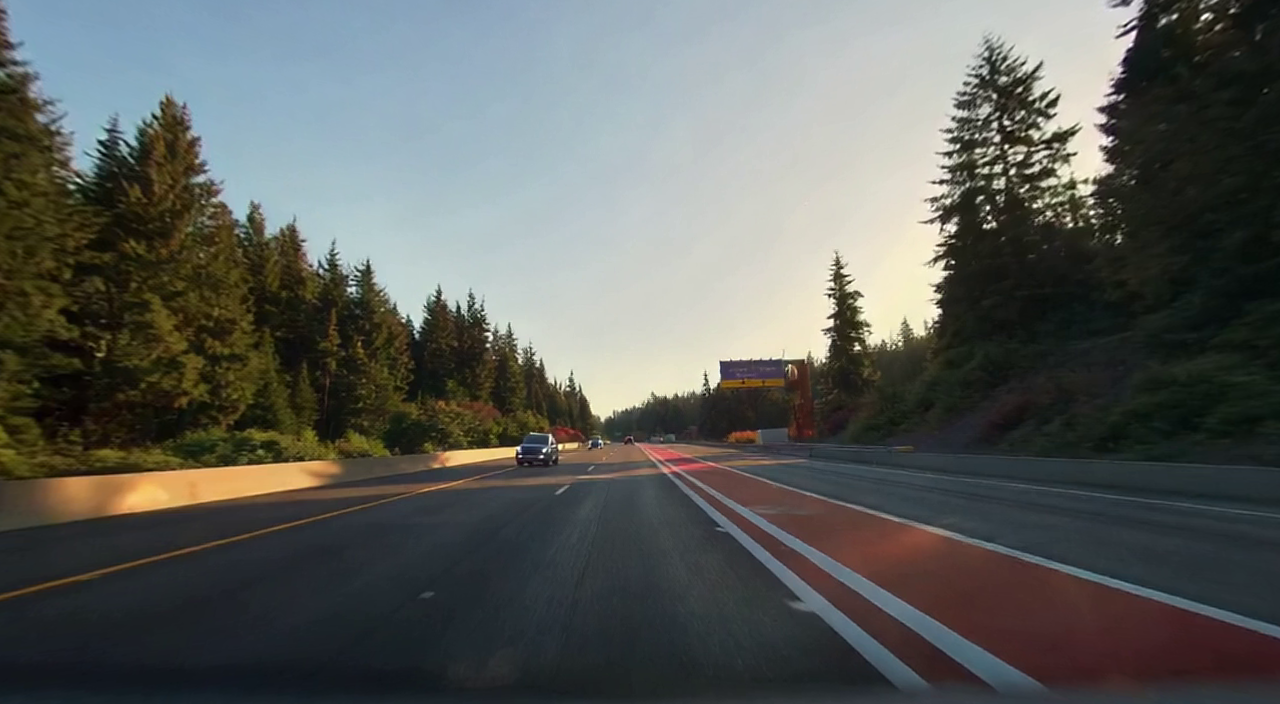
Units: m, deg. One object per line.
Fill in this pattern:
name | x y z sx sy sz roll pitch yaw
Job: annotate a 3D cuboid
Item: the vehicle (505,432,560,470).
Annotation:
vehicle | -5.295 4.942 31.618 2.067 1.721 4.529 0 -8 -1
